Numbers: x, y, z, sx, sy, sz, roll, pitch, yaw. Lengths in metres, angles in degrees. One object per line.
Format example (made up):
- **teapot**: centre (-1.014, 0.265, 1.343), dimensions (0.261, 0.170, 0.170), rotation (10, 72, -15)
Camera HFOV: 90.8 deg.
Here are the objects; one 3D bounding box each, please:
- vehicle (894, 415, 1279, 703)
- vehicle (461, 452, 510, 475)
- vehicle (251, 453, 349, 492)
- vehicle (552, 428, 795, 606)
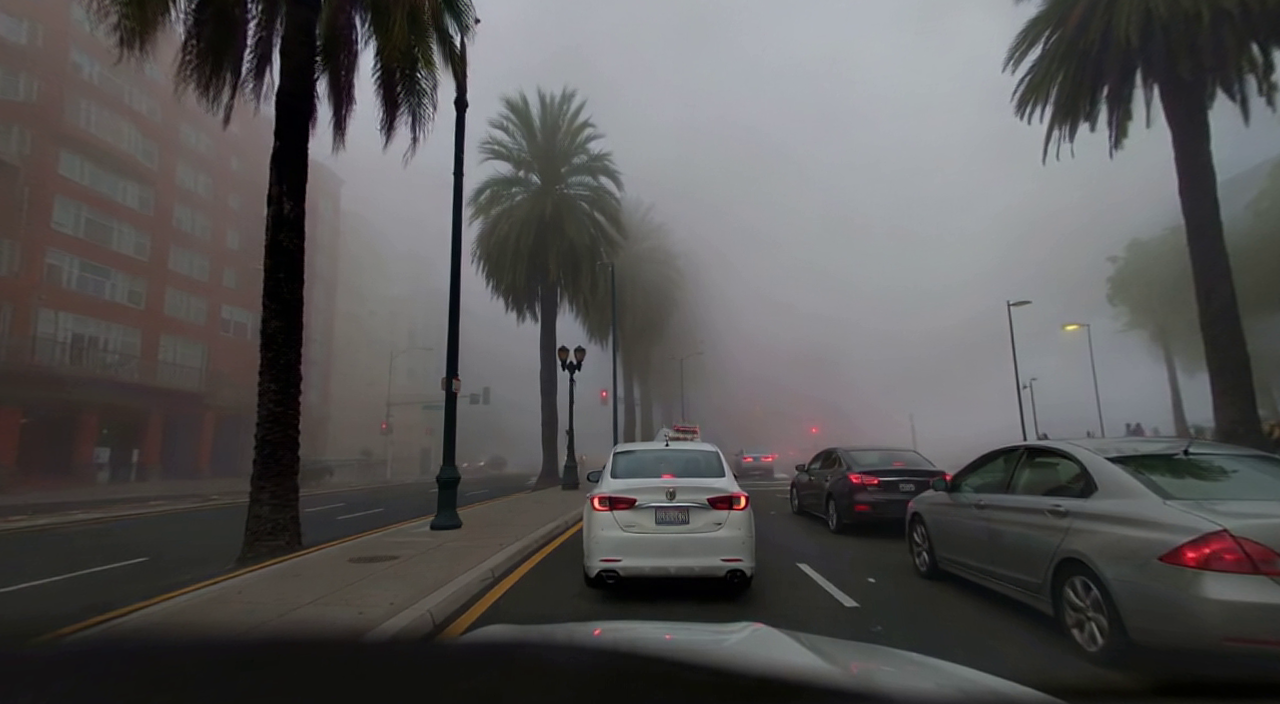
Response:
- **vehicle**: centre (3.640, 1.299, 4.582), dimensions (1.913, 1.469, 4.425), rotation (-1, -9, 3)
- **vehicle**: centre (-12.112, 8.743, 49.767), dimensions (2.078, 1.662, 4.436), rotation (-2, -9, 9)
- **vehicle**: centre (-15.343, 5.424, 28.769), dimensions (1.801, 1.563, 4.015), rotation (-2, -9, 9)
- **vehicle**: centre (0.325, 1.700, 7.327), dimensions (2.078, 1.503, 3.681), rotation (0, -9, 1)
